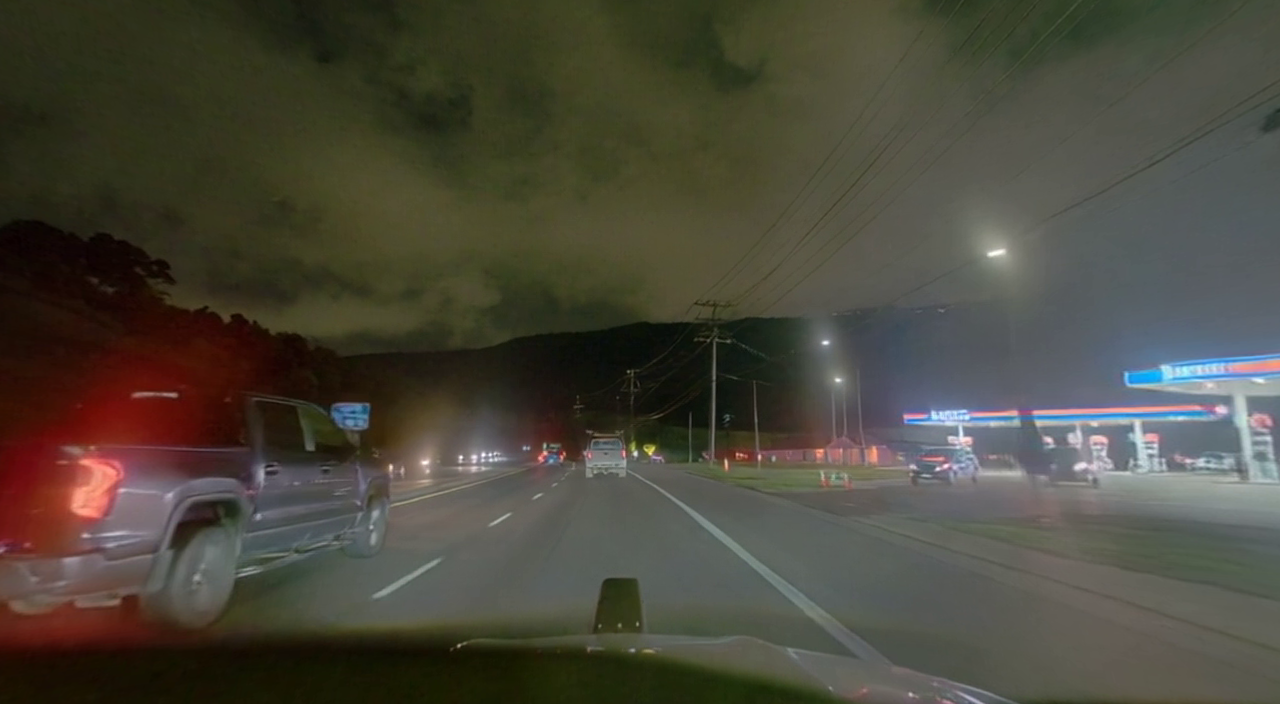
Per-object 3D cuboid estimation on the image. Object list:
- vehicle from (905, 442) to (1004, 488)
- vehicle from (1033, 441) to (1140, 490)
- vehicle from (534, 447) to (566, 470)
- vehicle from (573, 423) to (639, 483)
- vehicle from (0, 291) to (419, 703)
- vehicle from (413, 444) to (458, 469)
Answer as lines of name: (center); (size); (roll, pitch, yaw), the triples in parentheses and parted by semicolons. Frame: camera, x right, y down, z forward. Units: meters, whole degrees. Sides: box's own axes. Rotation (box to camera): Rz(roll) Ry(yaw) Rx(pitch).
vehicle: (14.450, 5.087, 28.886); (5.331, 1.917, 2.166); (8, -11, -42)
vehicle: (19.217, 4.793, 27.118); (5.424, 1.844, 2.255); (7, -11, -39)
vehicle: (-6.319, 7.504, 44.782); (1.972, 1.496, 4.150); (1, -9, -5)
vehicle: (-1.468, 4.251, 26.861); (2.486, 2.280, 5.291); (1, -9, -4)
vehicle: (-4.054, 1.140, 5.473); (2.345, 2.012, 5.693); (0, -9, -2)
vehicle: (-15.739, 8.046, 48.862); (2.202, 1.785, 4.684); (1, -9, -5)
